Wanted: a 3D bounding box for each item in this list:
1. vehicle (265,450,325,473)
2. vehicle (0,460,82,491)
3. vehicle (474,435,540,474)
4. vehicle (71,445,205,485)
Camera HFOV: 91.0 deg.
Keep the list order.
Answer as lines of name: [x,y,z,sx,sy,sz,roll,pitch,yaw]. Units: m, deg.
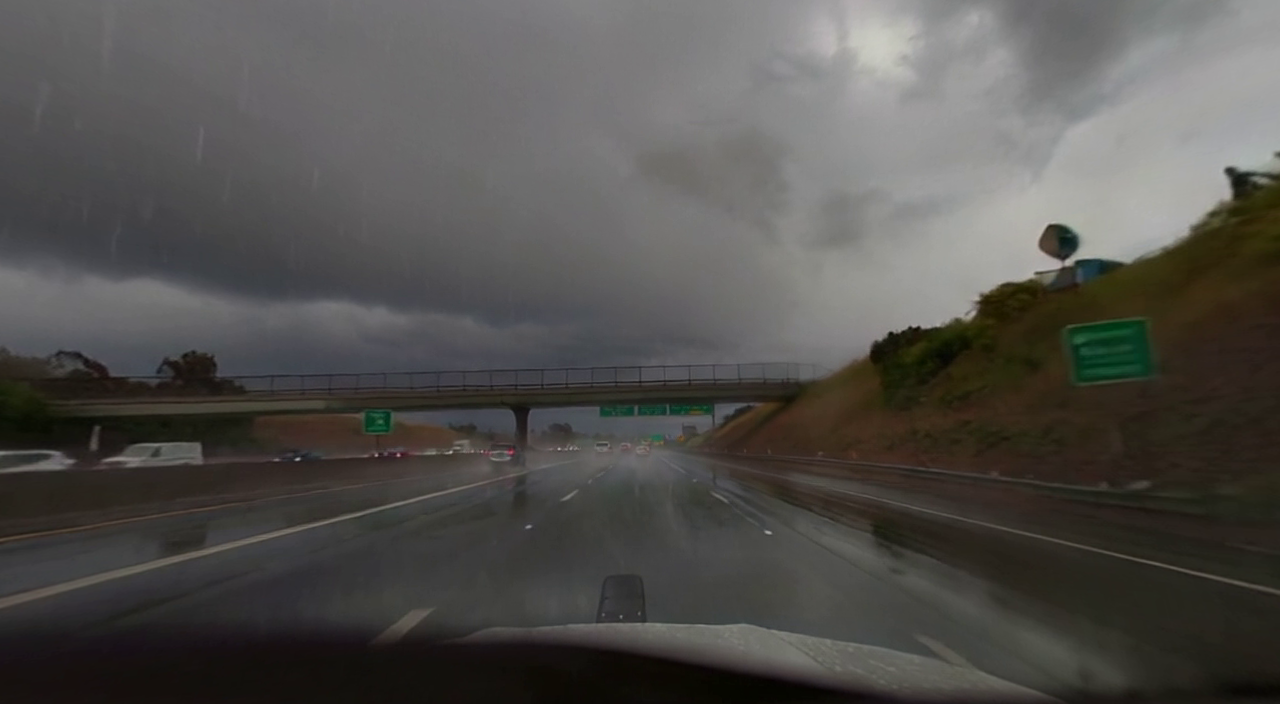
vehicle: [-26.878,8.532,49.256,2.001,1.610,4.667,0,-9,1]
vehicle: [-34.100,6.826,35.035,1.833,1.492,4.588,0,-9,-1]
vehicle: [-7.209,5.633,34.913,2.341,1.959,5.684,0,-9,1]
vehicle: [-26.454,5.927,33.569,2.246,1.917,5.901,0,-9,0]
